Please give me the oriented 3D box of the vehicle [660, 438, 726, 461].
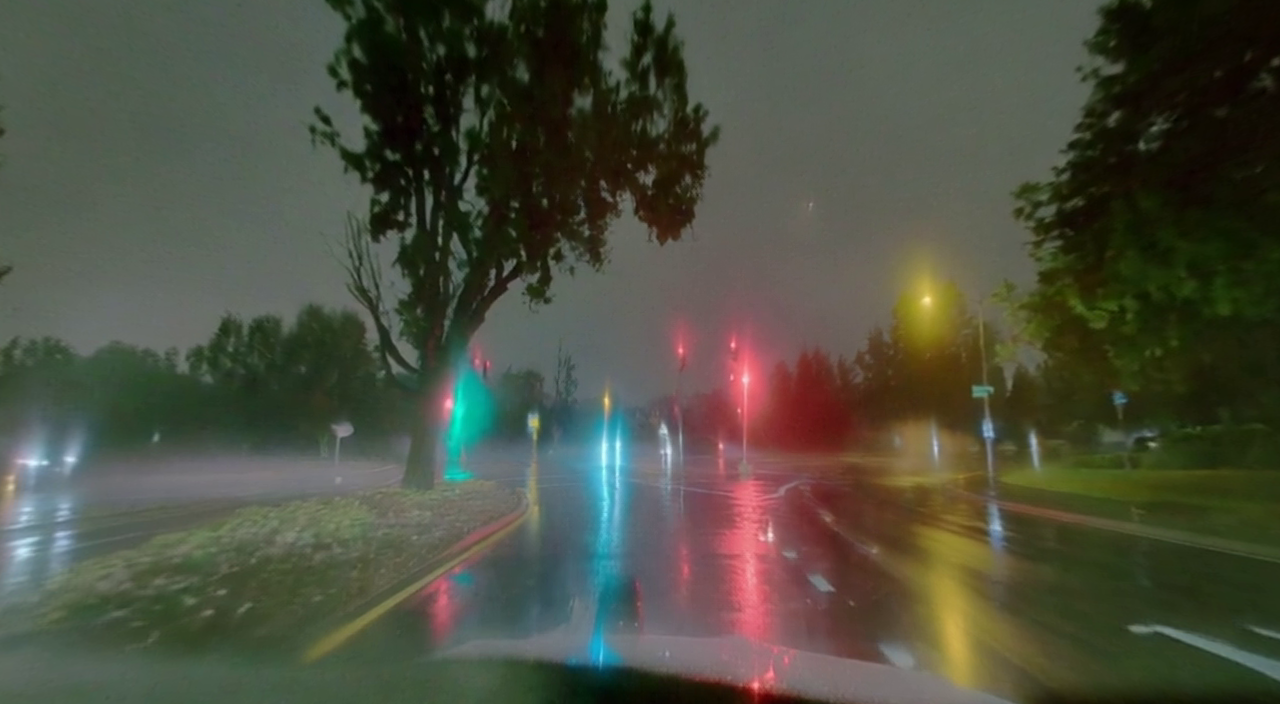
[{"bbox_3d":[4.022,7.370,47.758,4.602,1.667,1.933,5,-10,-29],"label":"vehicle"}]
